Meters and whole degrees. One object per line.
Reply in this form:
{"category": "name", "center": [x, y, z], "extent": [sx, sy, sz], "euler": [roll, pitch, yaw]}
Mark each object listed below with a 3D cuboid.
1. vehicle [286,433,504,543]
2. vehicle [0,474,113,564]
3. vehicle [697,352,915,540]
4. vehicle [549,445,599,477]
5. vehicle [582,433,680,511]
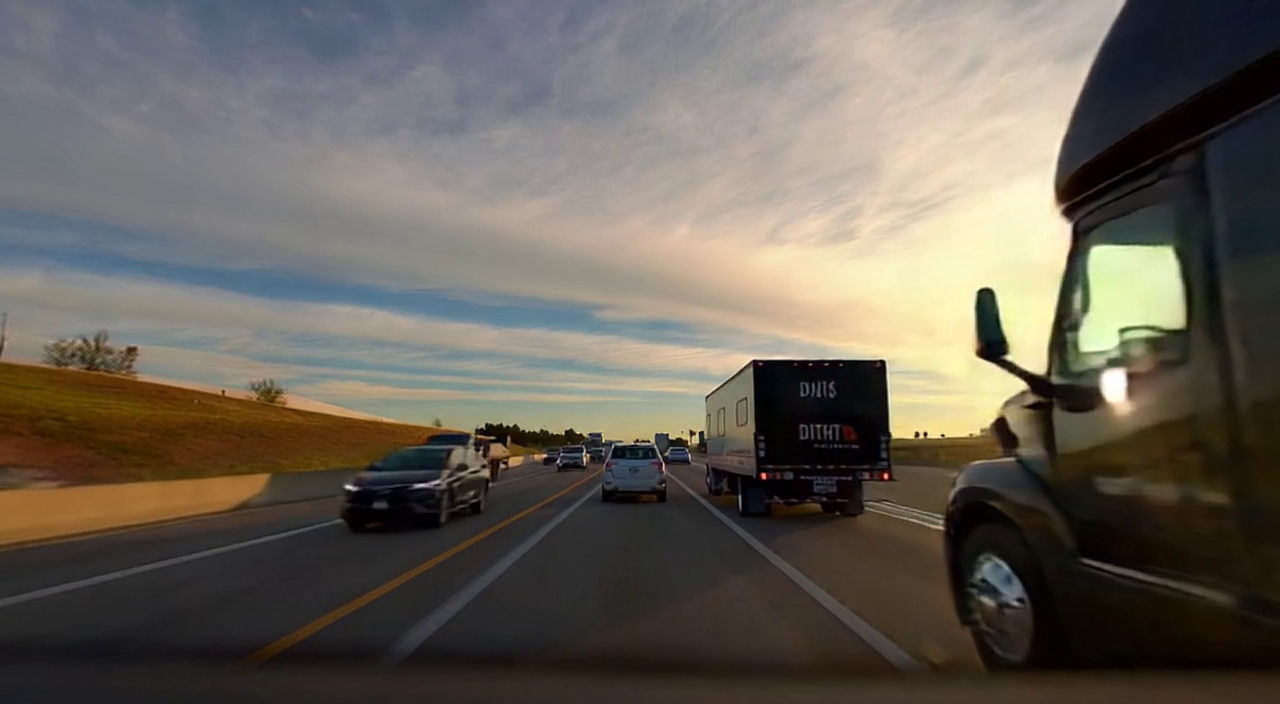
{"category": "vehicle", "center": [-4.085, 2.354, 11.607], "extent": [2.023, 1.576, 4.784], "euler": [0, -9, 1]}
{"category": "vehicle", "center": [-30.140, 7.394, 27.067], "extent": [3.358, 3.720, 13.340], "euler": [0, -9, 1]}
{"category": "vehicle", "center": [2.927, 2.020, 13.610], "extent": [2.533, 2.942, 7.280], "euler": [0, -9, -1]}
{"category": "vehicle", "center": [-3.556, 5.983, 34.846], "extent": [2.098, 1.659, 4.432], "euler": [0, -9, 2]}
{"category": "vehicle", "center": [-0.208, 2.992, 16.177], "extent": [2.201, 1.719, 4.058], "euler": [0, -9, 0]}
